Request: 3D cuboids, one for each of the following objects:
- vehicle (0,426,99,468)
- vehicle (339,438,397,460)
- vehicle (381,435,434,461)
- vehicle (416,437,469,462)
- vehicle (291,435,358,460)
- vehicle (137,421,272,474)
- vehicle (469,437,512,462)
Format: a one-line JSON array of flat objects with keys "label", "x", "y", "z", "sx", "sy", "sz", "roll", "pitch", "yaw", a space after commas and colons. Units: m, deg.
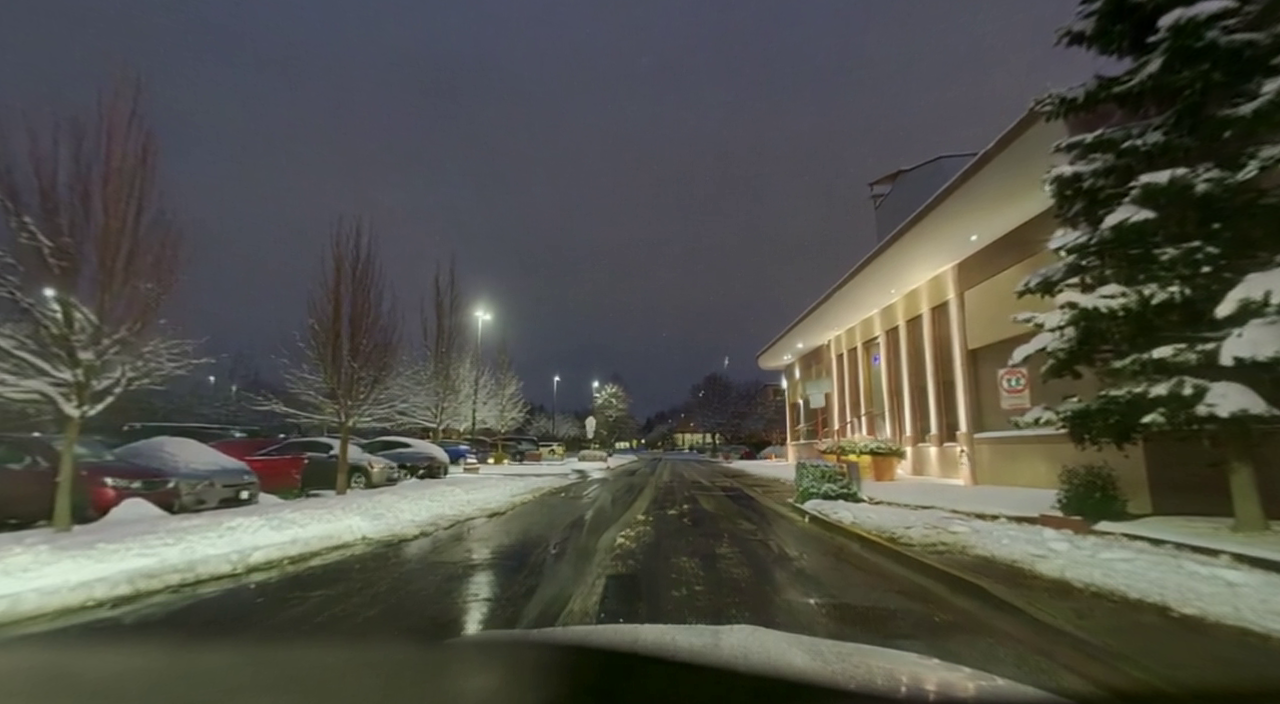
[{"label": "vehicle", "x": -25.246, "y": 3.887, "z": 25.934, "sx": 1.876, "sy": 1.591, "sz": 4.470, "roll": 0, "pitch": -8, "yaw": 4}, {"label": "vehicle", "x": -18.846, "y": 6.744, "z": 43.949, "sx": 1.909, "sy": 1.474, "sz": 3.908, "roll": -1, "pitch": -8, "yaw": 6}, {"label": "vehicle", "x": -16.062, "y": 6.669, "z": 43.809, "sx": 1.902, "sy": 1.645, "sz": 3.903, "roll": 0, "pitch": -9, "yaw": 5}, {"label": "vehicle", "x": -13.545, "y": 6.698, "z": 43.608, "sx": 1.928, "sy": 1.613, "sz": 4.197, "roll": -1, "pitch": -8, "yaw": 6}, {"label": "vehicle", "x": -21.851, "y": 6.634, "z": 43.954, "sx": 1.773, "sy": 1.498, "sz": 4.085, "roll": 2, "pitch": -8, "yaw": 16}, {"label": "vehicle", "x": -17.380, "y": 3.858, "z": 25.563, "sx": 1.972, "sy": 1.923, "sz": 4.535, "roll": 0, "pitch": -8, "yaw": 4}, {"label": "vehicle", "x": -10.383, "y": 6.804, "z": 44.224, "sx": 1.892, "sy": 1.597, "sz": 4.259, "roll": 0, "pitch": -8, "yaw": 1}]
